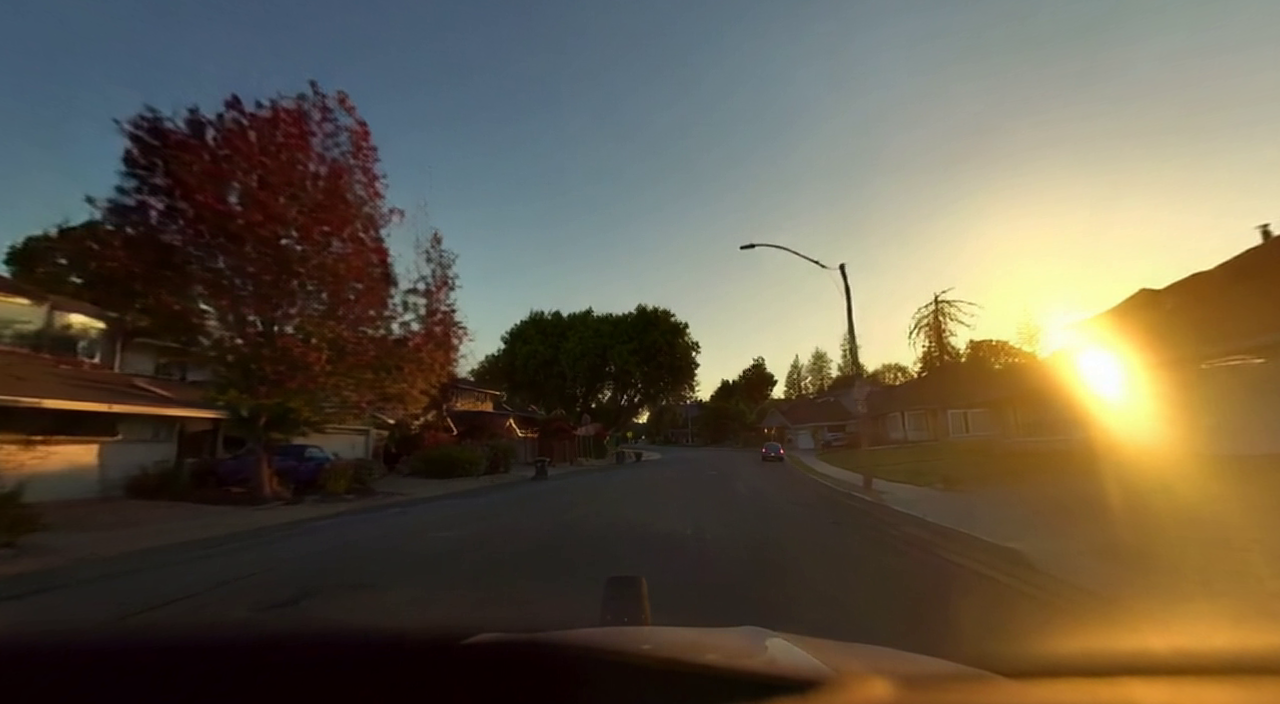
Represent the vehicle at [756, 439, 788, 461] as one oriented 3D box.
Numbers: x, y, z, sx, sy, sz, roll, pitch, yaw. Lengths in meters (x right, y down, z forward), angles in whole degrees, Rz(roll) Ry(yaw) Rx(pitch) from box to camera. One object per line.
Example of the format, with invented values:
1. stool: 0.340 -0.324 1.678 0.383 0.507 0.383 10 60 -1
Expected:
1. vehicle: 9.621 7.095 45.683 2.129 1.490 4.369 -2 -9 12
